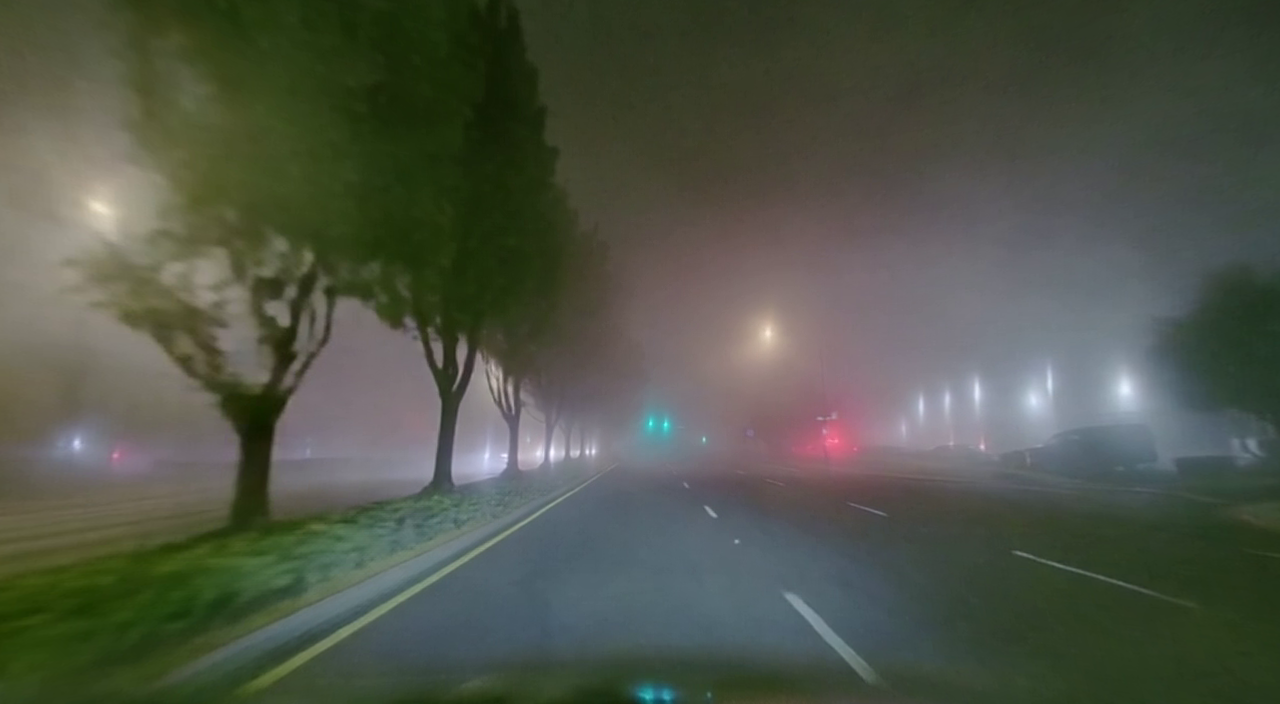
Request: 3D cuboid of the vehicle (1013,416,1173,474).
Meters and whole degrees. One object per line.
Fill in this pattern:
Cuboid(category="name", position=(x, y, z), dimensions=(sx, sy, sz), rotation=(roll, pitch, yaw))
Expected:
Cuboid(category="vehicle", position=(21.732, 4.491, 30.512), dimensions=(5.506, 2.643, 2.681), rotation=(-1, -8, 3))

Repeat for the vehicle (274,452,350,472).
Cuboid(category="vehicle", position=(-25.064, 8.381, 48.262), dimensions=(4.663, 1.464, 1.906), rotation=(0, -8, -1))

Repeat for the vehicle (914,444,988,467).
Cuboid(category="vehicle", position=(21.748, 7.242, 44.192), dimensions=(4.176, 1.490, 1.871), rotation=(0, -8, -2))
